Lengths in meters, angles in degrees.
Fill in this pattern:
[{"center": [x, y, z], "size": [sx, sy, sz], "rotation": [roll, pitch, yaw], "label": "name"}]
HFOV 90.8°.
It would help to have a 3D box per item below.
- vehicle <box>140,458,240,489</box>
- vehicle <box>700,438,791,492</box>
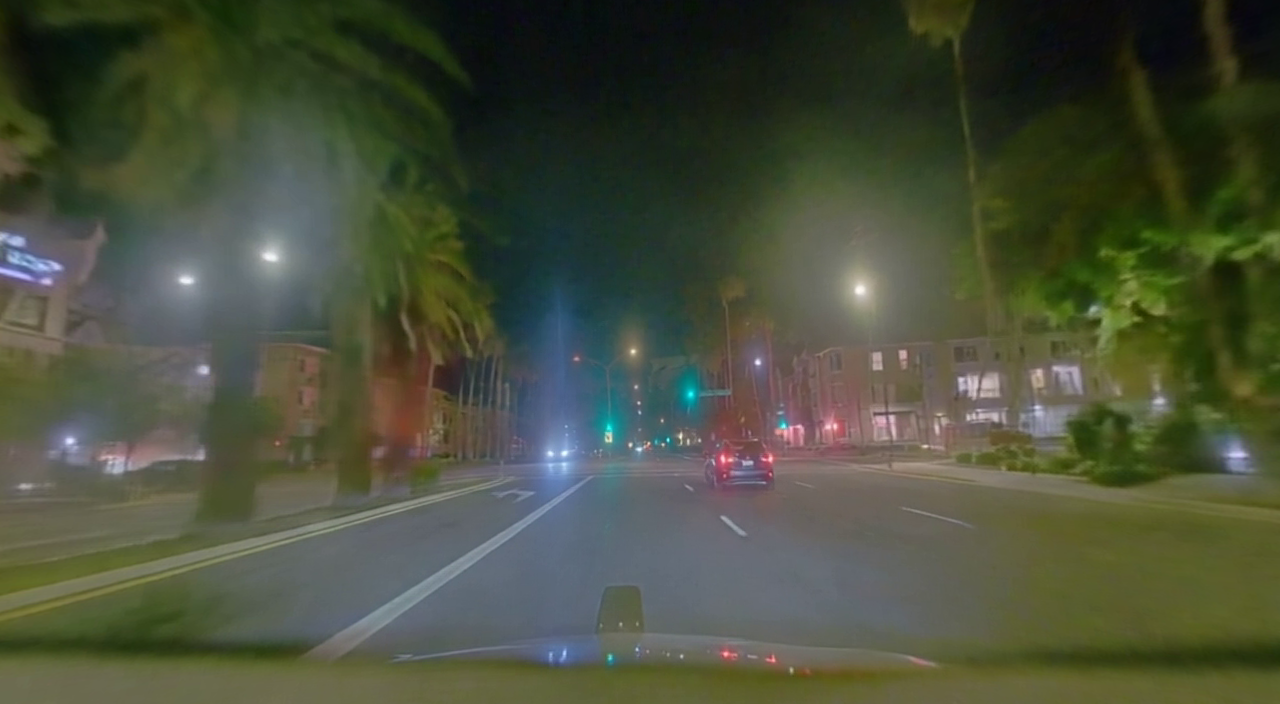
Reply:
[{"center": [-26.778, 7.218, 37.669], "size": [4.558, 1.718, 2.151], "rotation": [-1, -8, 9], "label": "vehicle"}, {"center": [3.106, 3.434, 19.564], "size": [1.964, 1.448, 4.295], "rotation": [0, -8, -1], "label": "vehicle"}]
